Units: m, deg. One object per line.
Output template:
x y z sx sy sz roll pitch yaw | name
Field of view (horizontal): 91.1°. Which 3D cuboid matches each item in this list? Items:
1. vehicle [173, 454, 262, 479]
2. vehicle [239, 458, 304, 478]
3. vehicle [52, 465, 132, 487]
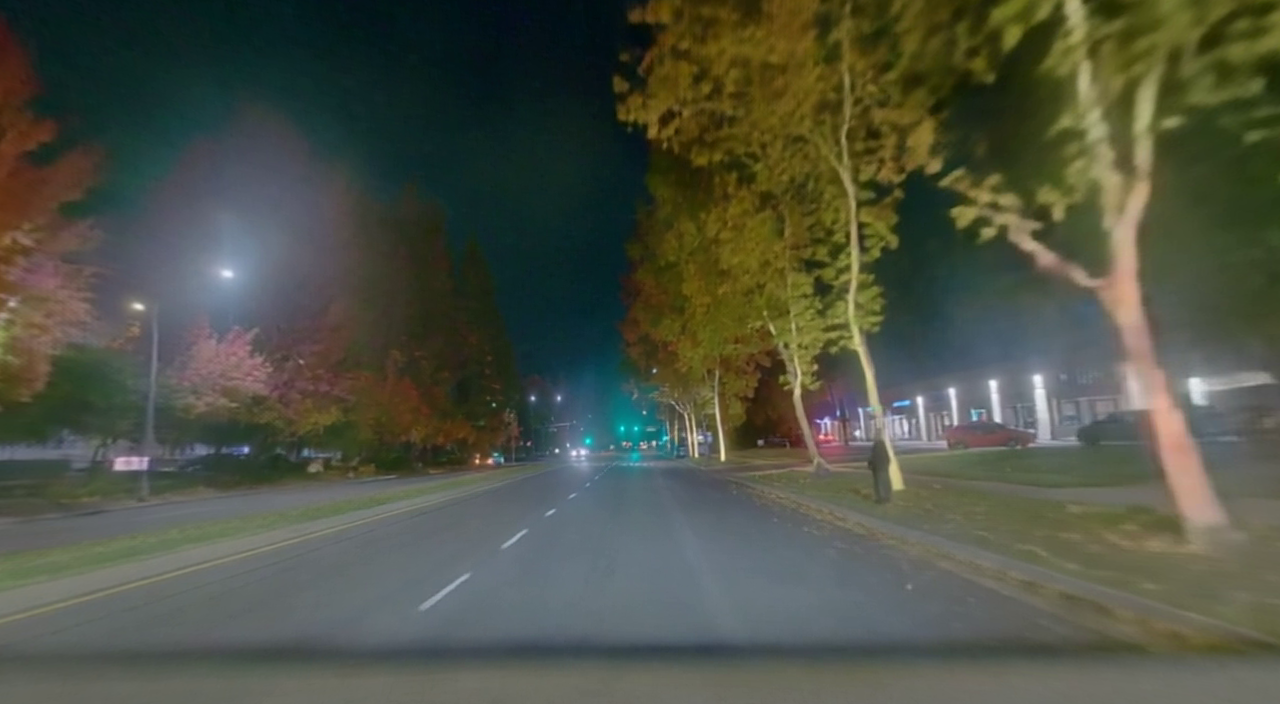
-28.553 7.756 42.529 4.552 1.576 2.005 0 -9 2 | vehicle
-28.148 8.873 47.997 3.844 1.448 1.746 0 -9 1 | vehicle
-40.975 9.265 46.983 4.138 1.508 1.822 0 -9 -2 | vehicle
